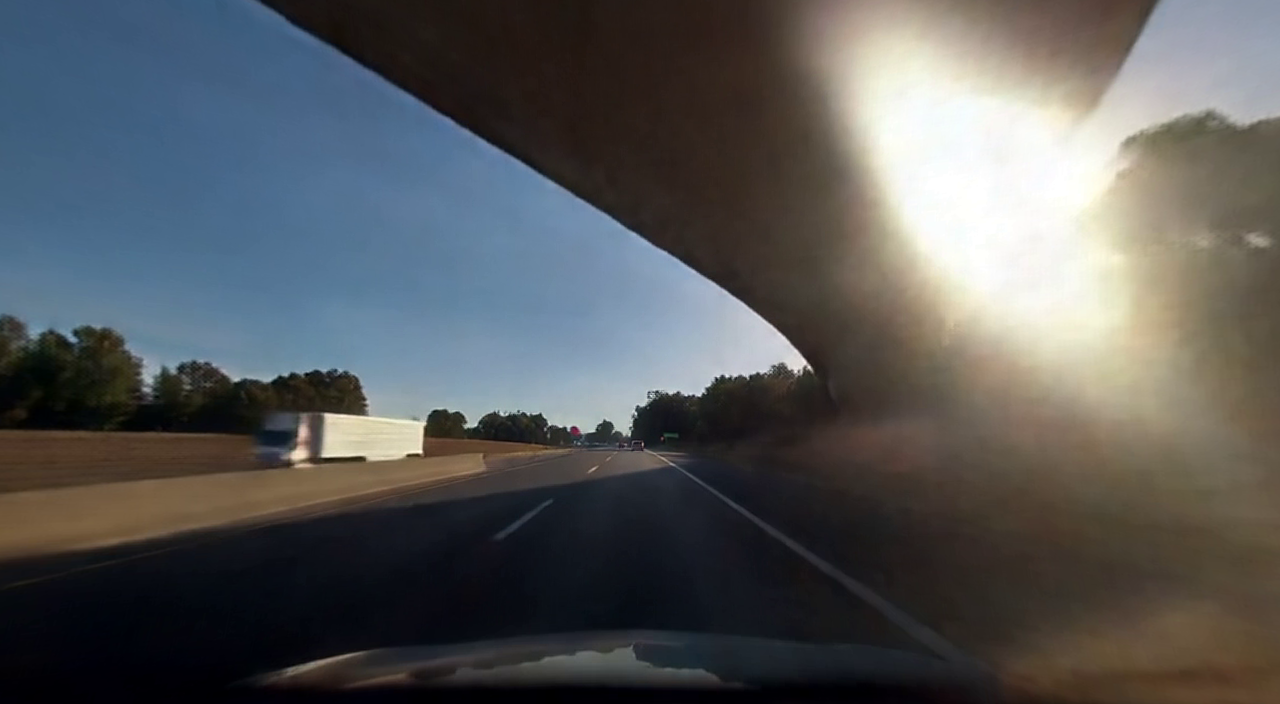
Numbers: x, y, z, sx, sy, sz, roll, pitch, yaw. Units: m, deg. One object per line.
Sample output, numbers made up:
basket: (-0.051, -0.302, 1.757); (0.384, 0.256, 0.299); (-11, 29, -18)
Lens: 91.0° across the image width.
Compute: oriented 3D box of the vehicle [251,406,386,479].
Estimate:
vehicle: (-17.399, 5.028, 35.000); (2.879, 3.519, 8.685); (0, -8, 0)
